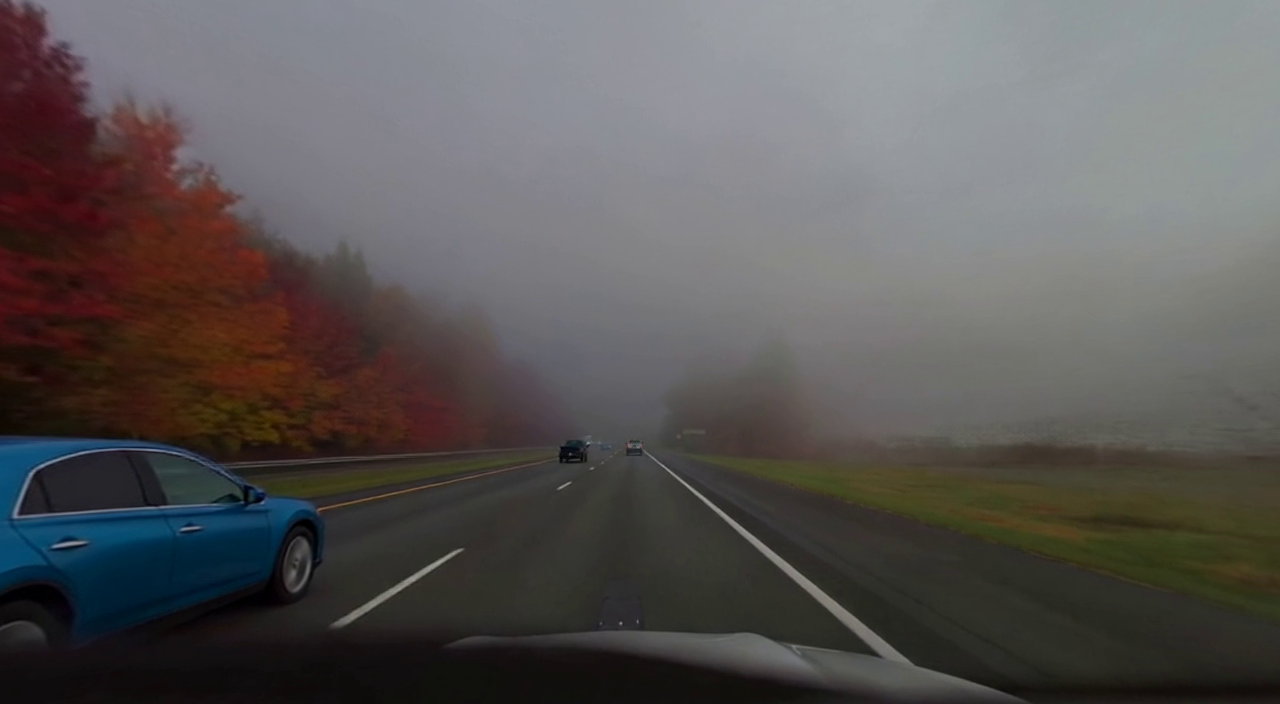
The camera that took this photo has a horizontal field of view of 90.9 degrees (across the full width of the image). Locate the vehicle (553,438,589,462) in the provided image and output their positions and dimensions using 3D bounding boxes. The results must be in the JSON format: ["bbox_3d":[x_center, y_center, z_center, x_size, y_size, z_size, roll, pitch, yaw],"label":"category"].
[{"bbox_3d":[-4.564,6.535,42.108,2.002,1.553,4.247,0,-8,-1],"label":"vehicle"}]
